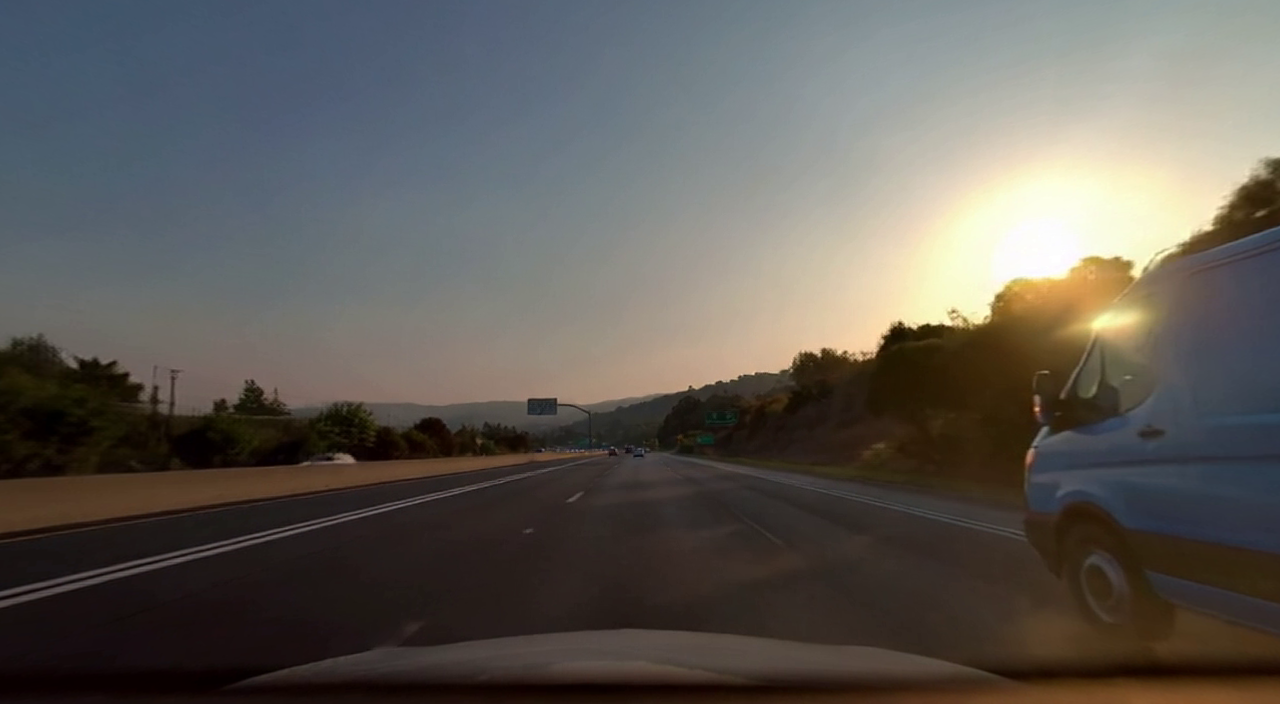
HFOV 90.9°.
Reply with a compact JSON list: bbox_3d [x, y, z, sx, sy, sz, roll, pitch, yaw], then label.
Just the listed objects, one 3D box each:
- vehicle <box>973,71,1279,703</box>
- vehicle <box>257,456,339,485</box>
[{"bbox_3d":[3.939,0.056,1.449,2.527,2.809,6.831,0,-9,0],"label":"vehicle"},{"bbox_3d":[-19.348,6.691,35.902,2.011,1.496,4.719,0,-9,0],"label":"vehicle"}]
